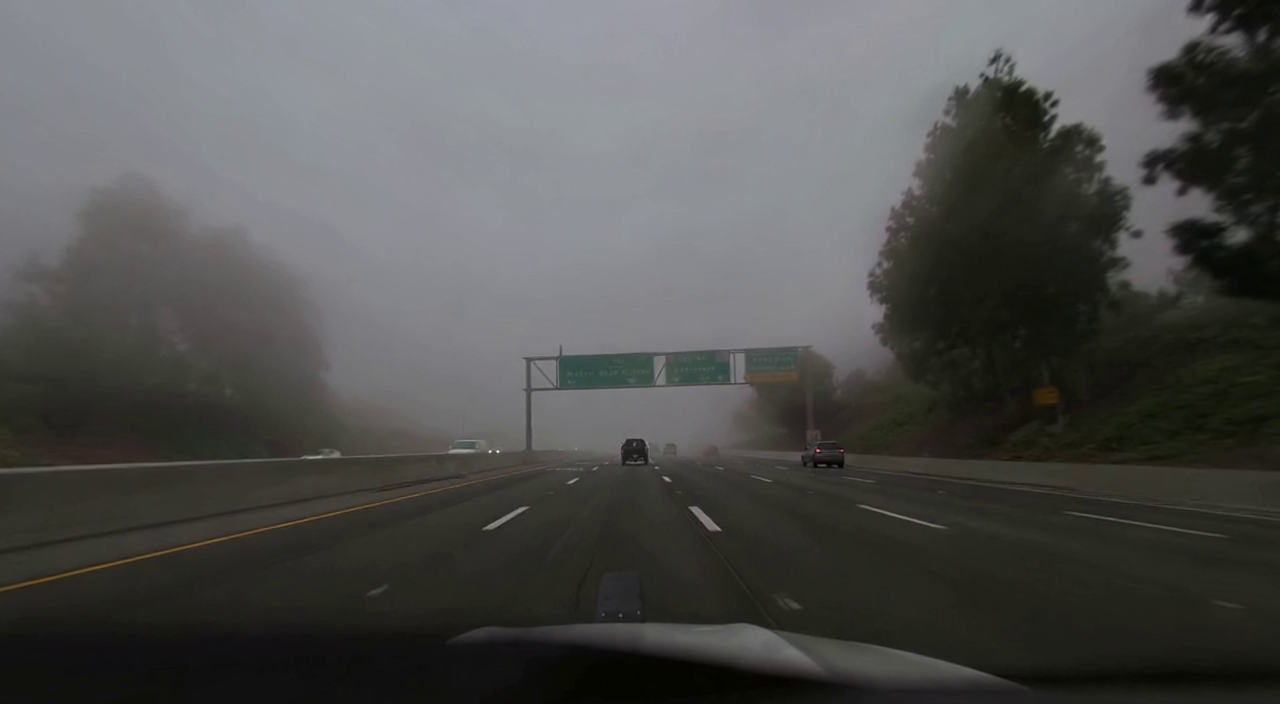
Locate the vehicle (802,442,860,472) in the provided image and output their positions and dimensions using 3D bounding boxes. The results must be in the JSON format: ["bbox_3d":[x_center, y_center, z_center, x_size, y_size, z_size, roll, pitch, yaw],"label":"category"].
[{"bbox_3d":[11.173,6.151,37.248,1.912,1.673,4.438,0,-9,-1],"label":"vehicle"}]

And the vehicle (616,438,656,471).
[{"bbox_3d":[-0.285,5.819,36.079,2.121,1.739,4.087,0,-9,-2],"label":"vehicle"}]
